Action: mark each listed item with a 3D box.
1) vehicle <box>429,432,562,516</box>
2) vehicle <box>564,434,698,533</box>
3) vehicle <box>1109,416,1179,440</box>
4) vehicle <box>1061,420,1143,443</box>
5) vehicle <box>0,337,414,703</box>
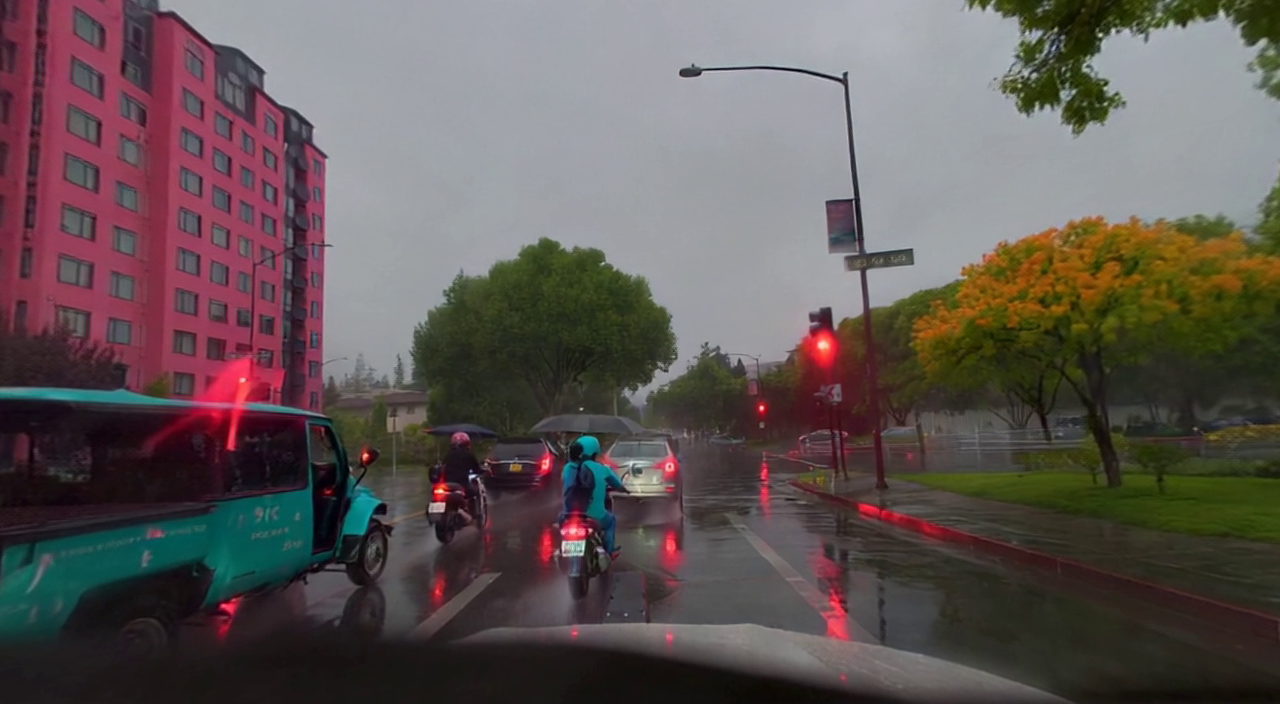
[{"bbox_3d":[-3.098,2.711,14.451,1.935,1.615,4.073,-1,-9,2],"label":"vehicle"},{"bbox_3d":[-0.099,2.302,11.622,2.025,1.458,4.085,-1,-9,1],"label":"vehicle"},{"bbox_3d":[37.052,5.611,46.378,1.716,1.543,3.682,8,-12,-41],"label":"vehicle"},{"bbox_3d":[30.826,5.334,42.113,1.751,1.420,4.027,8,-12,-43],"label":"vehicle"},{"bbox_3d":[-3.582,1.169,4.626,2.000,1.809,4.855,0,-9,1],"label":"vehicle"}]
